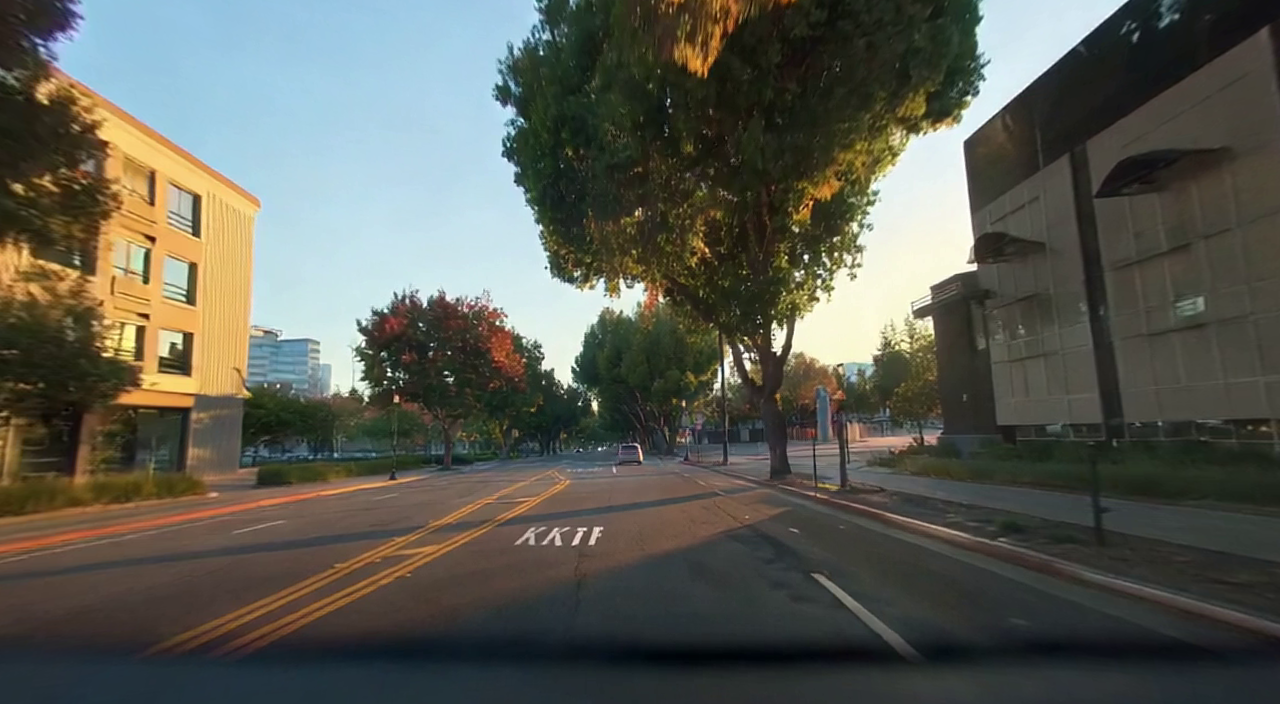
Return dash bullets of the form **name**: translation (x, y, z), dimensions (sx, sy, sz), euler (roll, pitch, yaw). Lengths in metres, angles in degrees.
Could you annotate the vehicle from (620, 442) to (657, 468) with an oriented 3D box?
- **vehicle**: translation (-0.153, 6.229, 38.544), dimensions (2.131, 1.474, 4.146), euler (0, -8, -2)
